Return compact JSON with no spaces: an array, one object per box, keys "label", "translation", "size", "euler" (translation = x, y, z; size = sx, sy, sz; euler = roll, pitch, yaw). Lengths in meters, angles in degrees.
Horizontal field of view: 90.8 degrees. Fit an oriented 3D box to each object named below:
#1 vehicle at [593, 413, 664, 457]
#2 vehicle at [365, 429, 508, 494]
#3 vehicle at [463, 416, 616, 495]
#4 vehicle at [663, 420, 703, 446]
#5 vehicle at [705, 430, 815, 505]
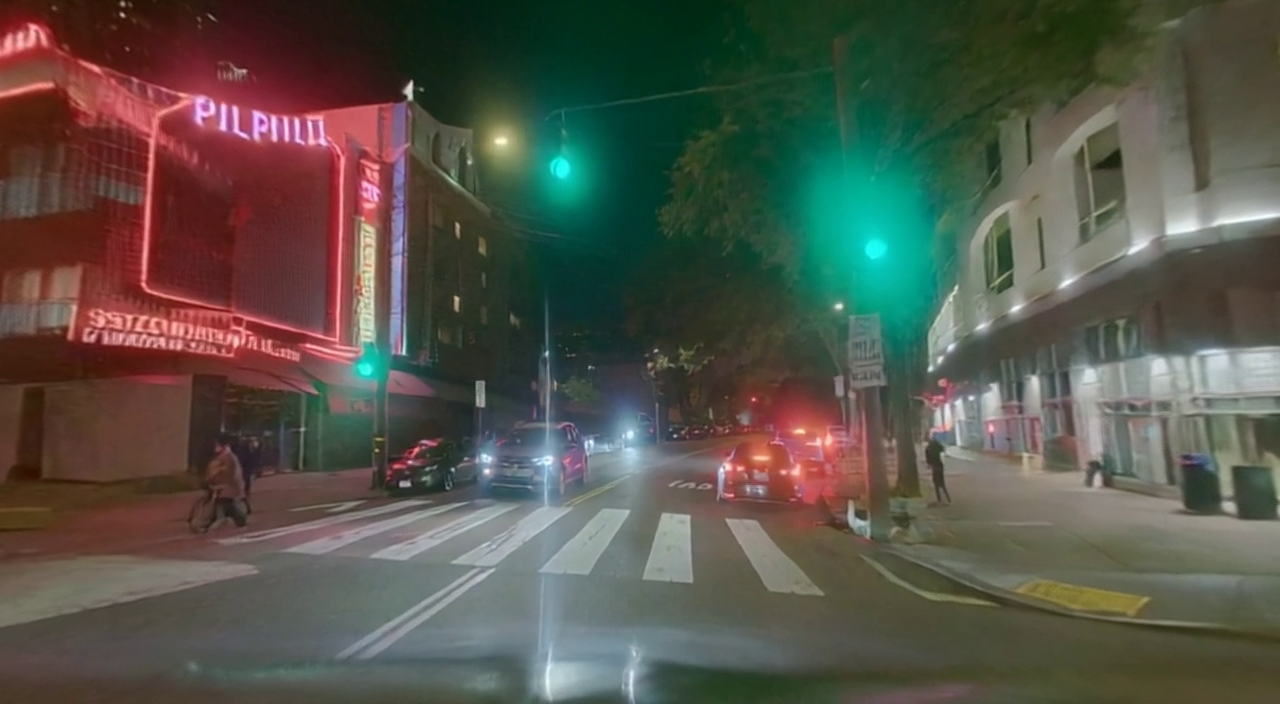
[{"label":"vehicle","translation":[-0.540,4.651,36.087],"size":[2.260,2.136,5.669],"euler":[-6,-6,16]},{"label":"vehicle","translation":[-6.057,3.272,19.376],"size":[1.933,1.461,4.393],"euler":[-7,-6,17]},{"label":"vehicle","translation":[-2.384,2.639,16.529],"size":[2.181,1.723,4.692],"euler":[-2,-8,15]},{"label":"vehicle","translation":[3.387,6.218,48.977],"size":[1.948,1.693,4.325],"euler":[-6,-6,18]},{"label":"vehicle","translation":[2.980,2.615,14.883],"size":[1.892,1.481,4.365],"euler":[-3,-8,19]}]
